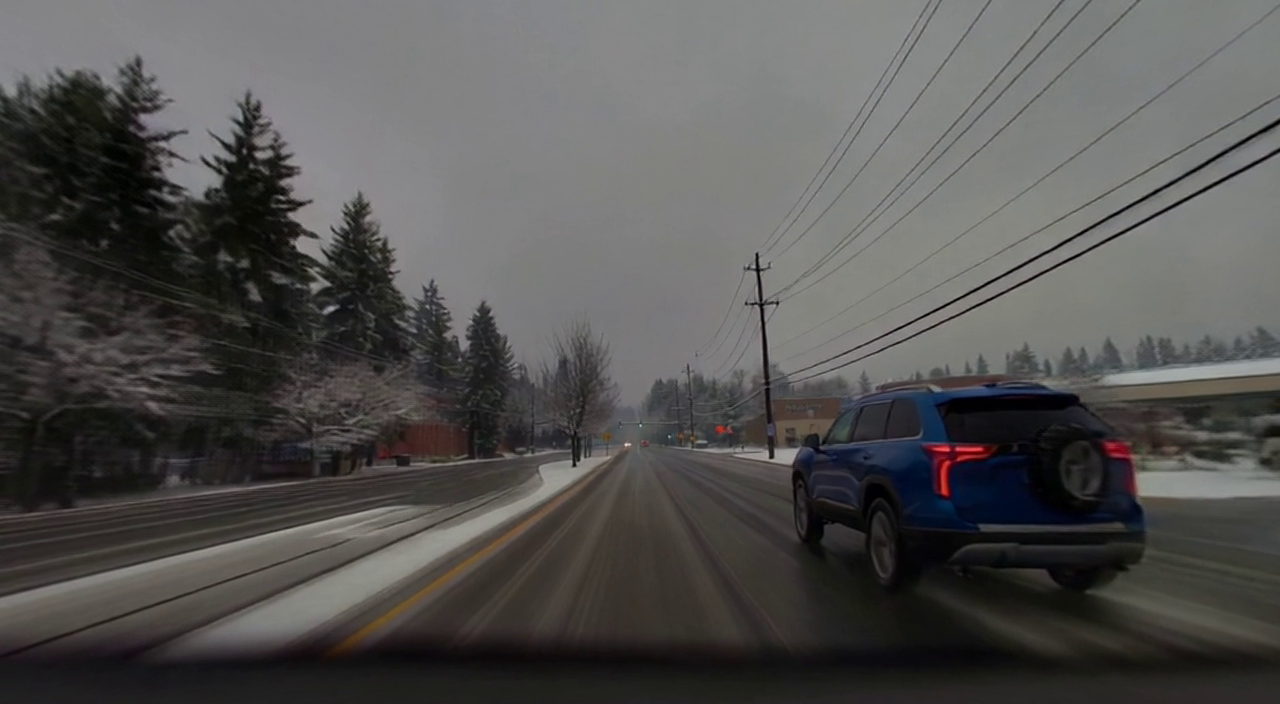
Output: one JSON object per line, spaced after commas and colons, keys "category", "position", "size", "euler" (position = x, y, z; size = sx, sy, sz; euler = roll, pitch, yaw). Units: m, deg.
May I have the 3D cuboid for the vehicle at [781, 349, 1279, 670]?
{"category": "vehicle", "position": [2.970, 1.232, 6.020], "size": [2.060, 1.820, 4.713], "euler": [0, -9, -1]}
